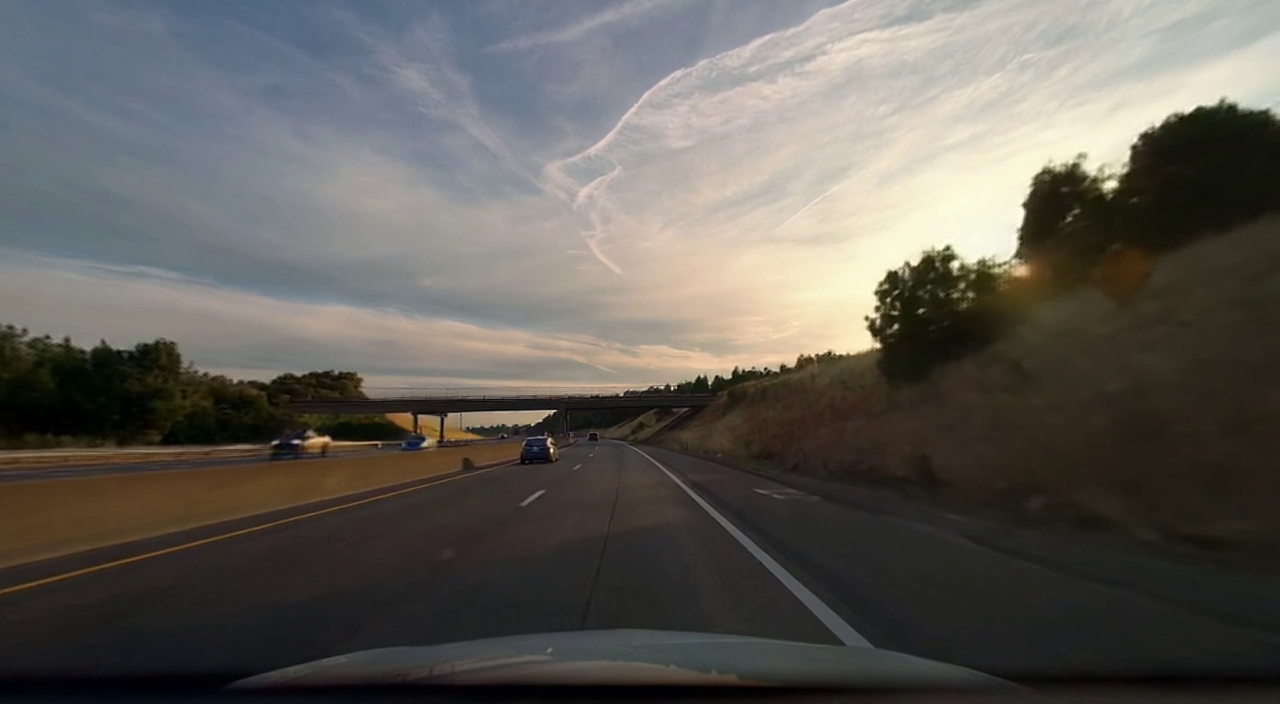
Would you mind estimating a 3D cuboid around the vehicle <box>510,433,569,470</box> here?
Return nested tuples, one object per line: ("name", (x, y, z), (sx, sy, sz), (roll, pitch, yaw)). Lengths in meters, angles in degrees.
("vehicle", (-4.429, 4.418, 28.302), (2.005, 1.509, 4.260), (0, -8, -1))
